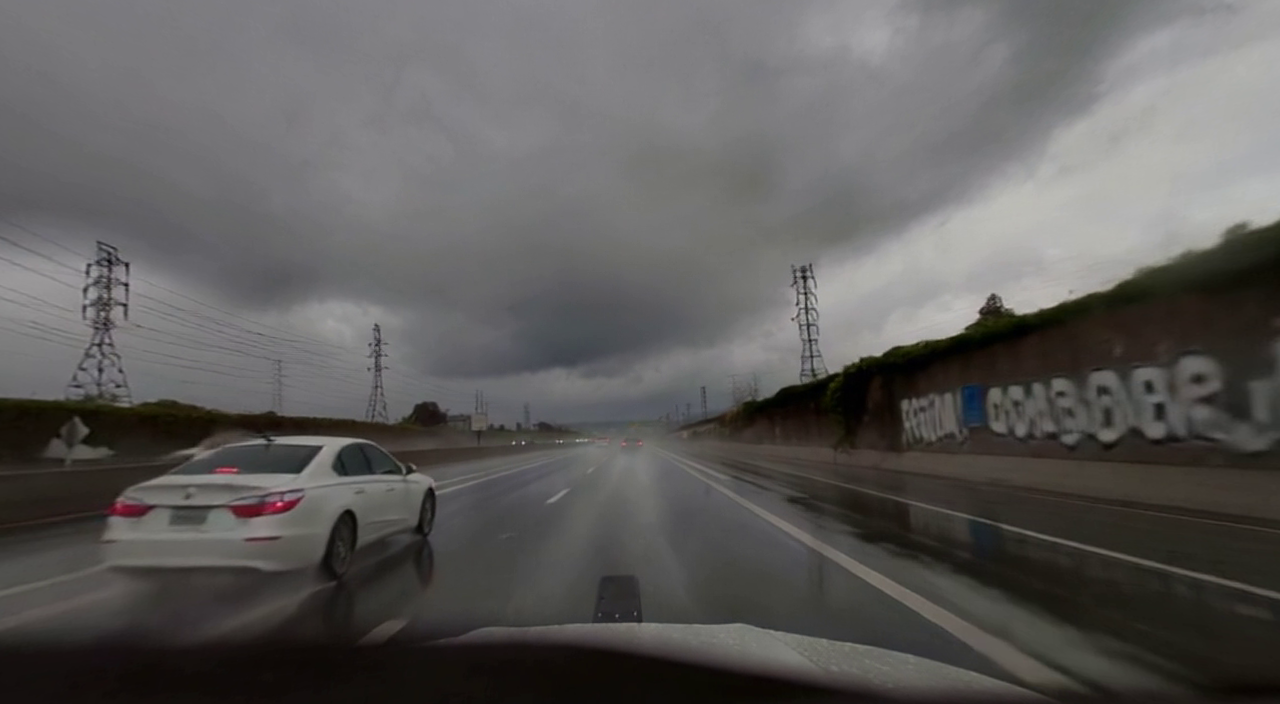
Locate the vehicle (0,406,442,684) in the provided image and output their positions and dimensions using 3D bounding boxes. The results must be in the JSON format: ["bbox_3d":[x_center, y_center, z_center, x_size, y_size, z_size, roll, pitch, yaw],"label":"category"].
[{"bbox_3d":[-3.639,1.387,5.960,2.000,1.513,4.901,0,-8,-1],"label":"vehicle"}]
